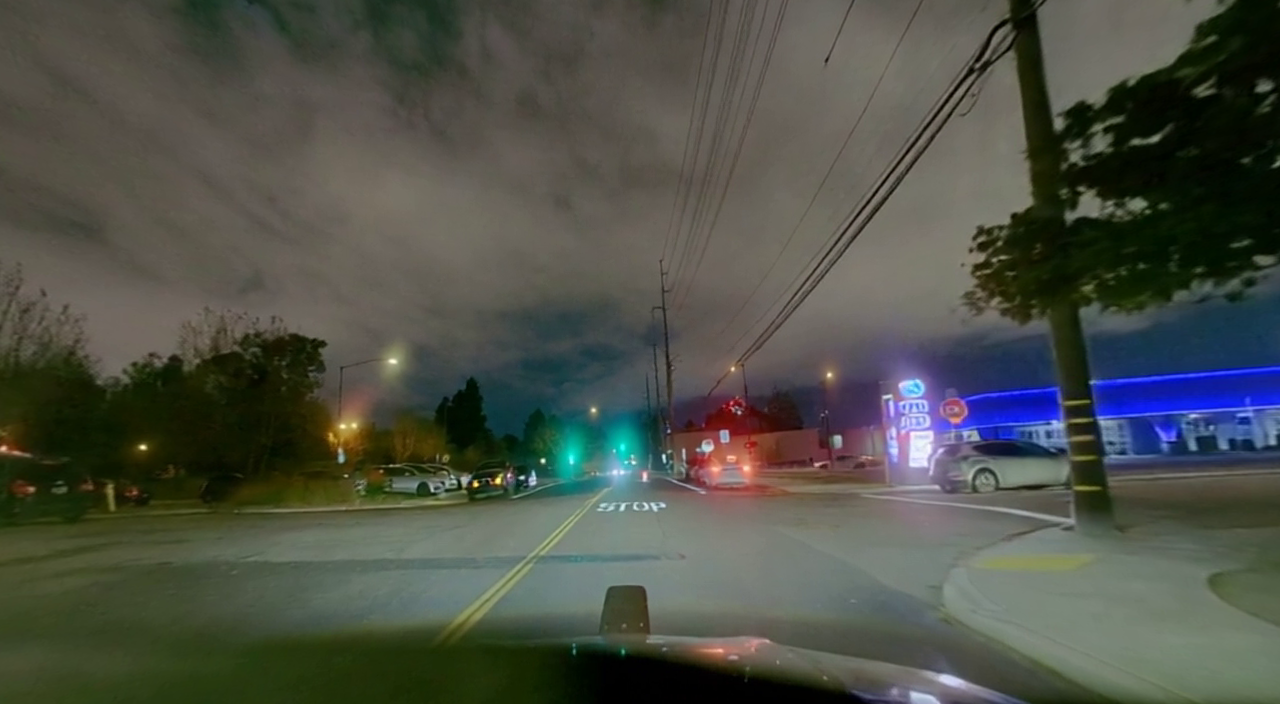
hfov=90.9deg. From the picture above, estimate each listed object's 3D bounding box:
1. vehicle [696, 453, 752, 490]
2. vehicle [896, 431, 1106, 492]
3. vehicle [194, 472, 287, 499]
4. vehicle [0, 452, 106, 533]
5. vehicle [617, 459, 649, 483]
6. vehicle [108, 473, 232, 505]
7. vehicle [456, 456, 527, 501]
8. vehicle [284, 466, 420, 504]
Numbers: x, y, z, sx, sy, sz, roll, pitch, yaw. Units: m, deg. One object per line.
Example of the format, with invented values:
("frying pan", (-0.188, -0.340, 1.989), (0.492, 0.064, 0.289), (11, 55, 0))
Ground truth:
("vehicle", (3.593, 5.187, 27.660), (1.840, 1.452, 4.517), (0, -9, 0))
("vehicle", (10.863, 3.307, 19.191), (5.255, 1.688, 1.994), (1, -9, -6))
("vehicle", (-23.923, 8.016, 37.873), (4.276, 1.452, 1.803), (1, -9, -4))
("vehicle", (-14.068, 3.192, 14.876), (2.010, 1.630, 4.139), (8, -12, -40))
("vehicle", (-0.534, 8.160, 43.495), (2.033, 1.464, 4.645), (0, -9, -3))
("vehicle", (-23.938, 6.992, 32.263), (4.660, 1.488, 1.930), (0, -9, -3))
("vehicle", (-6.496, 5.571, 28.226), (2.146, 1.775, 5.117), (0, -9, -2))
("vehicle", (-12.433, 5.762, 27.482), (4.968, 1.493, 1.961), (1, -9, -4))
